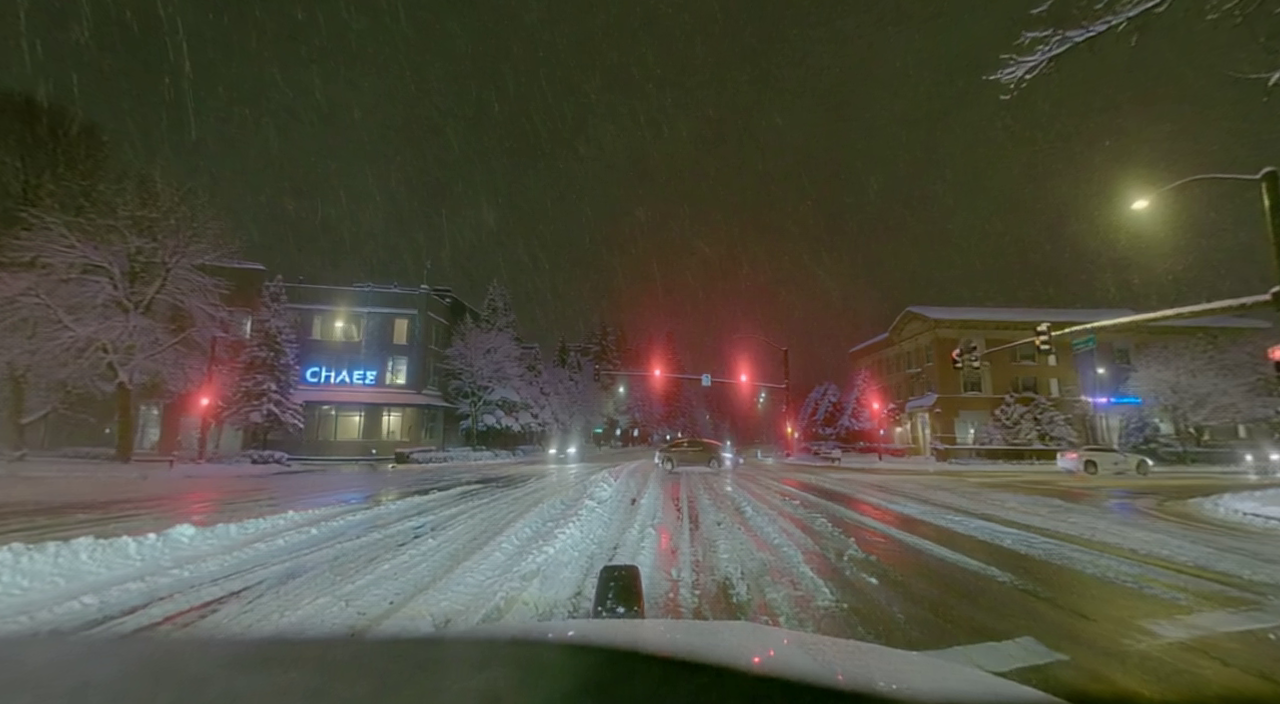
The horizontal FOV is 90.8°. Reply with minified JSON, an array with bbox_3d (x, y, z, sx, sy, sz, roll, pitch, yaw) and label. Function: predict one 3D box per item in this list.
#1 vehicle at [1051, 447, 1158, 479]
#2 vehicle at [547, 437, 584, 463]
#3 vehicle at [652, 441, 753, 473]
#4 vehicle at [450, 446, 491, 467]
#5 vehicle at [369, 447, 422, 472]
[{"bbox_3d":[23.092,5.464,31.434,4.522,1.460,2.097,3,-9,-21],"label":"vehicle"},{"bbox_3d":[-5.757,7.663,49.563,2.289,1.927,5.667,0,-8,-1],"label":"vehicle"},{"bbox_3d":[3.045,5.173,31.346,4.658,1.478,1.946,-6,-11,36],"label":"vehicle"},{"bbox_3d":[-12.603,7.760,47.089,1.946,1.474,4.008,0,-9,0],"label":"vehicle"},{"bbox_3d":[-16.247,7.134,42.239,1.883,1.586,4.297,0,-9,0],"label":"vehicle"}]
